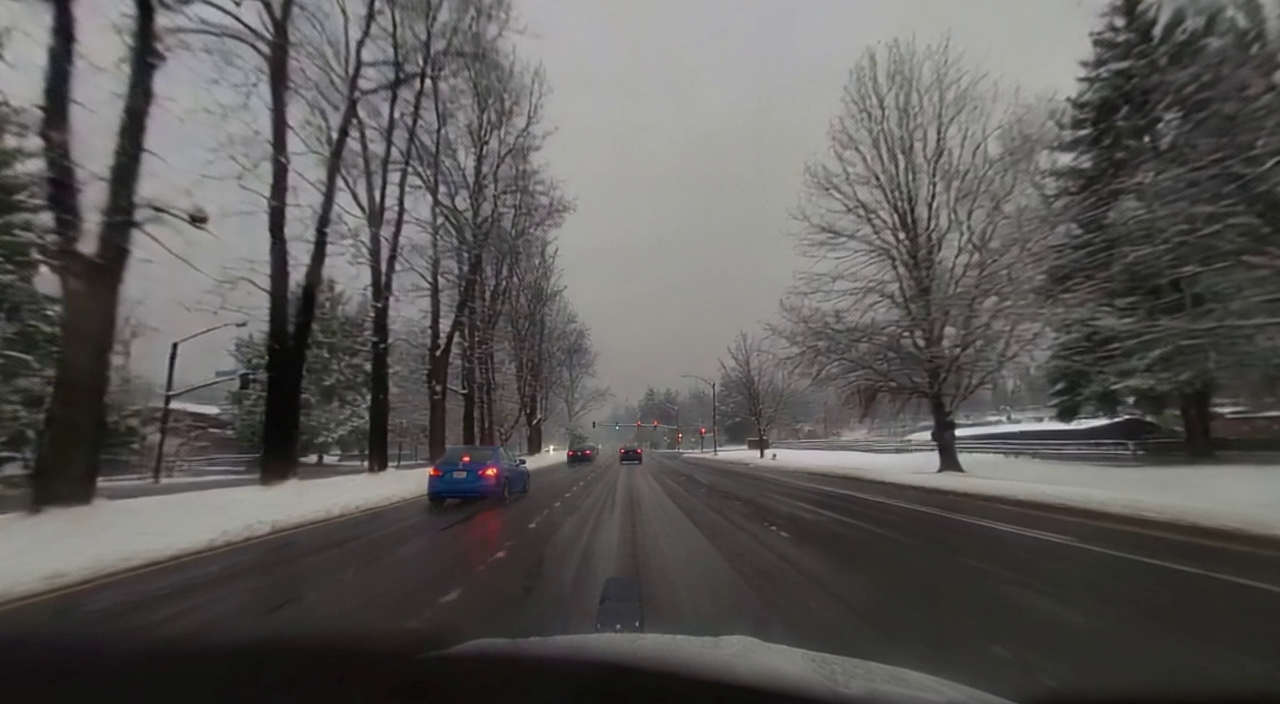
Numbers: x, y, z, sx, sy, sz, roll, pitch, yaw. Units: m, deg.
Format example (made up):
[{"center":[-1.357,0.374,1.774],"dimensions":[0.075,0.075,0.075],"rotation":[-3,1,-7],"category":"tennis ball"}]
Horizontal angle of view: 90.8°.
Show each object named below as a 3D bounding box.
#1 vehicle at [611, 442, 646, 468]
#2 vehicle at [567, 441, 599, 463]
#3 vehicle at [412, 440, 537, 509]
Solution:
[{"center":[-0.684,6.227,38.344],"dimensions":[1.991,1.431,4.199],"rotation":[0,-8,-1],"category":"vehicle"},{"center":[-4.241,7.521,47.556],"dimensions":[2.103,1.592,4.160],"rotation":[0,-8,-1],"category":"vehicle"},{"center":[-3.808,2.884,15.410],"dimensions":[1.905,1.418,4.396],"rotation":[0,-8,-1],"category":"vehicle"}]
